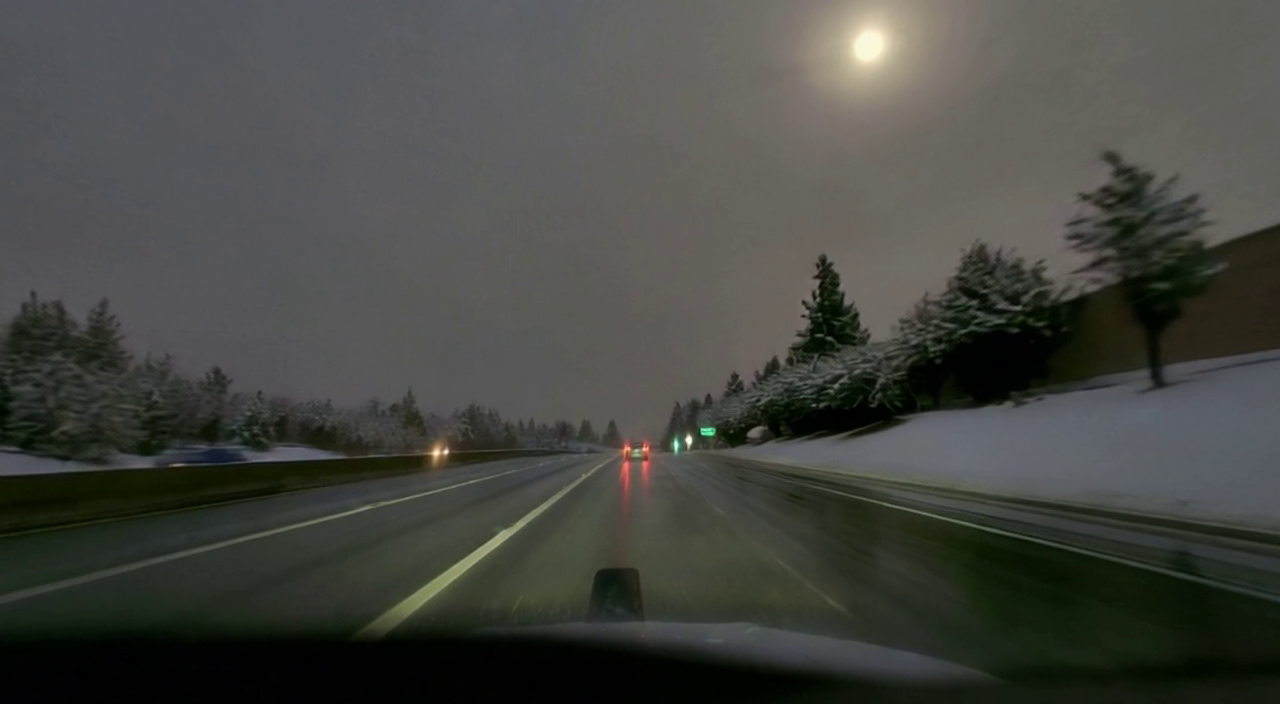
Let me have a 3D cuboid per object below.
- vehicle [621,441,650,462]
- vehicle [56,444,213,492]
[{"bbox_3d":[-0.366,7.328,46.695,2.025,1.460,4.189,0,-9,-1],"label":"vehicle"},{"bbox_3d":[-17.614,4.034,22.358,1.974,1.513,4.348,0,-9,-1],"label":"vehicle"}]
